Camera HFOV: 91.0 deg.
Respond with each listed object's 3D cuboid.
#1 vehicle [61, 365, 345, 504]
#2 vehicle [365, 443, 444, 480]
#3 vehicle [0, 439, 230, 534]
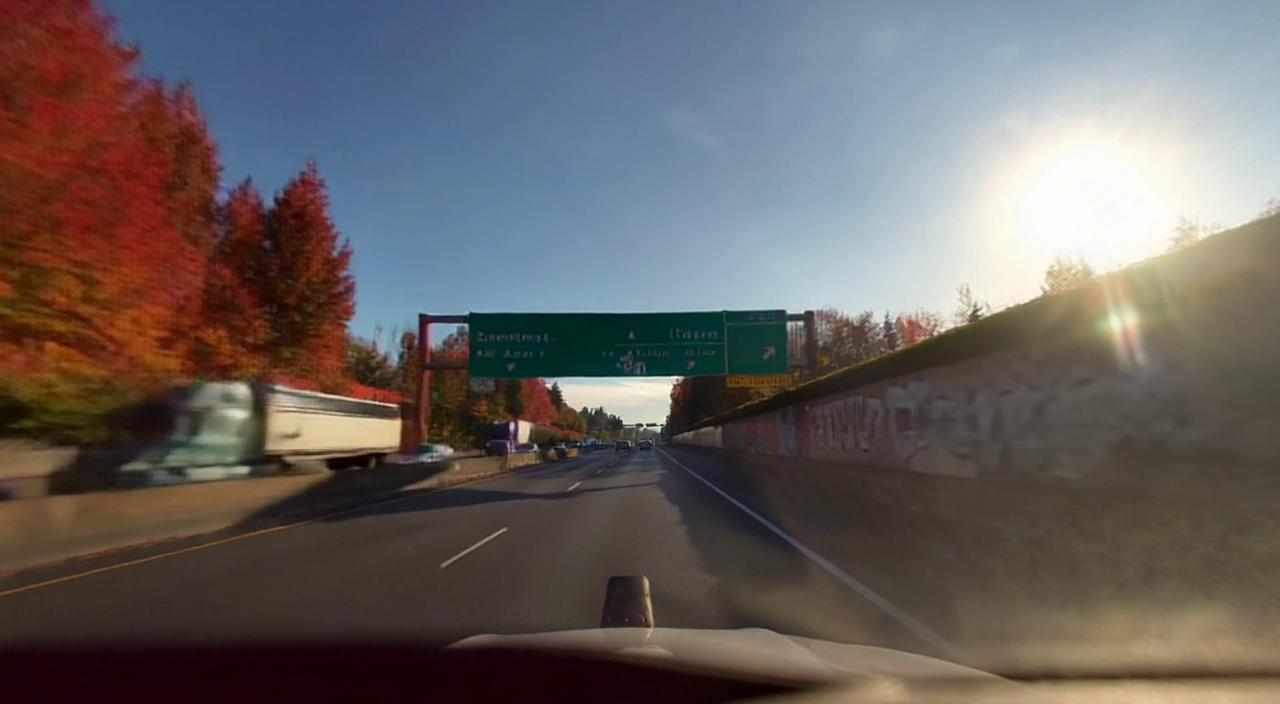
[{"bbox_3d":[-14.715,3.023,22.850,2.994,3.947,9.906,0,-8,1],"label":"vehicle"},{"bbox_3d":[-10.717,4.976,28.963,1.905,1.561,4.252,0,-8,1],"label":"vehicle"},{"bbox_3d":[-10.497,2.521,12.494,1.884,1.546,4.094,0,-8,1],"label":"vehicle"}]
